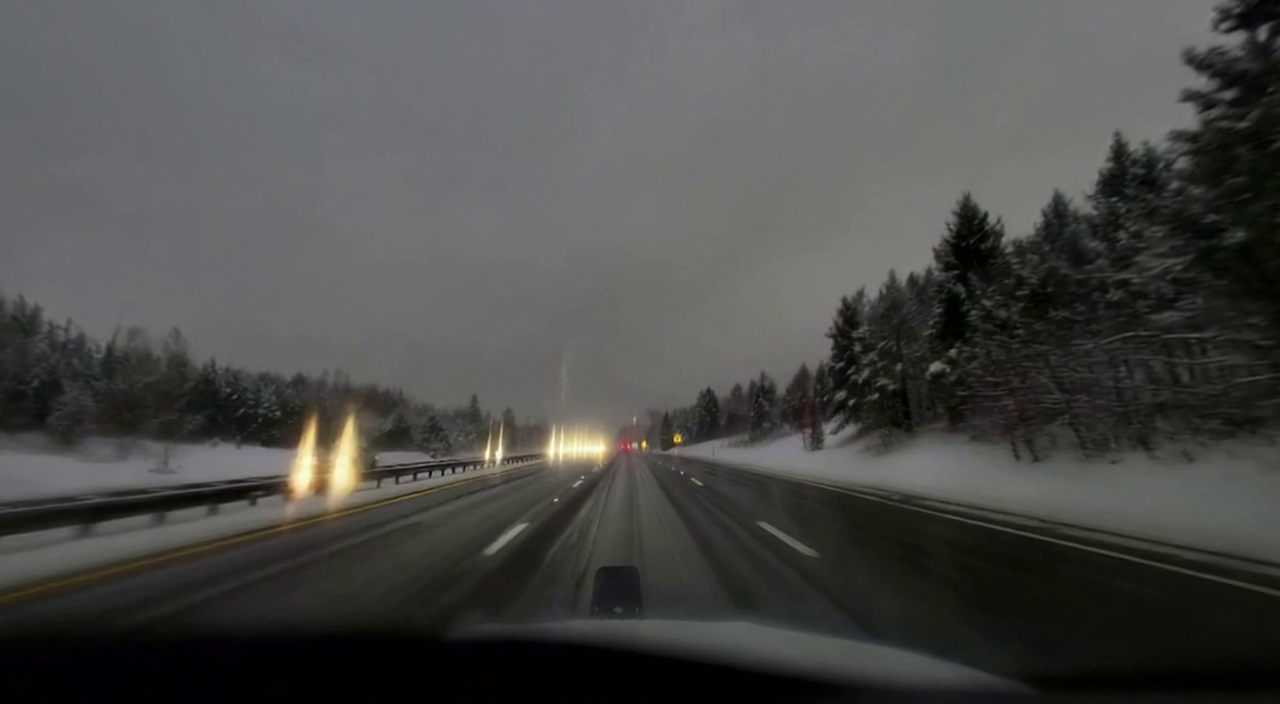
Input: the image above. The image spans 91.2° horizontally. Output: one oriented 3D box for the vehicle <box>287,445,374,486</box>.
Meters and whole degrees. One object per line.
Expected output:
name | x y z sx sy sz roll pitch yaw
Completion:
vehicle | -13.021 4.753 26.664 1.883 1.569 4.047 0 -9 -4
